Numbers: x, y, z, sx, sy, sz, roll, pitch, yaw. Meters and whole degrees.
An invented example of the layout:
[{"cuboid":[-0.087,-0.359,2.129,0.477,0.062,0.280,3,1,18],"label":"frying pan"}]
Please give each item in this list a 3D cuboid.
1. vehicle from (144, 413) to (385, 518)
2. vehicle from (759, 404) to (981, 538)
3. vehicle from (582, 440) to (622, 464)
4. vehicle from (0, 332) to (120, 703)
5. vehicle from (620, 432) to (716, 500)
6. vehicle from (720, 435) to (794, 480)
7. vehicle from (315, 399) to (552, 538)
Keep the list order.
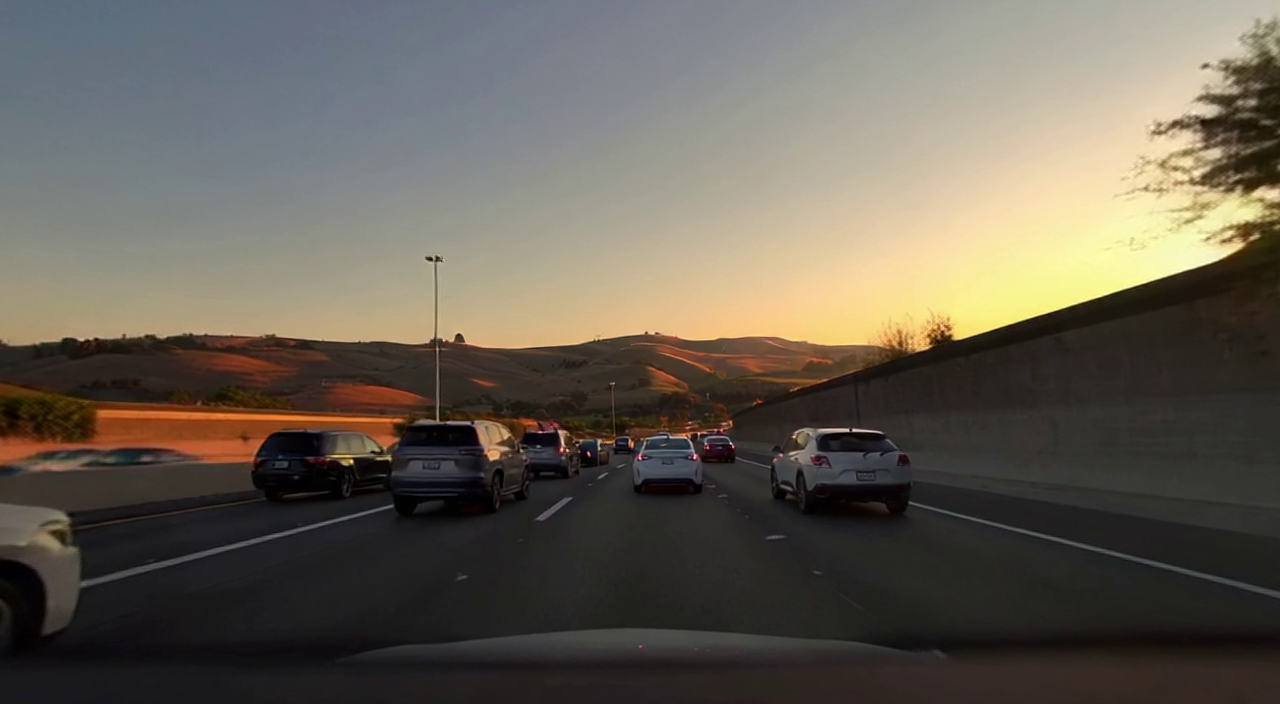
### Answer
[{"cuboid":[-7.476,2.308,13.347,2.017,1.810,4.782,0,-8,2],"label":"vehicle"},{"cuboid":[3.481,1.906,10.688,2.046,1.765,4.534,0,-8,0],"label":"vehicle"},{"cuboid":[-2.272,6.113,38.664,1.973,1.378,3.677,-1,-8,4],"label":"vehicle"},{"cuboid":[-3.604,0.541,0.728,2.179,1.723,4.410,0,-8,1],"label":"vehicle"},{"cuboid":[0.651,2.820,16.022,2.105,1.471,4.349,0,-8,1],"label":"vehicle"},{"cuboid":[4.157,3.832,23.135,1.930,1.474,4.376,0,-8,1],"label":"vehicle"},{"cuboid":[-3.228,1.987,11.440,2.301,1.902,5.374,0,-8,2],"label":"vehicle"}]
